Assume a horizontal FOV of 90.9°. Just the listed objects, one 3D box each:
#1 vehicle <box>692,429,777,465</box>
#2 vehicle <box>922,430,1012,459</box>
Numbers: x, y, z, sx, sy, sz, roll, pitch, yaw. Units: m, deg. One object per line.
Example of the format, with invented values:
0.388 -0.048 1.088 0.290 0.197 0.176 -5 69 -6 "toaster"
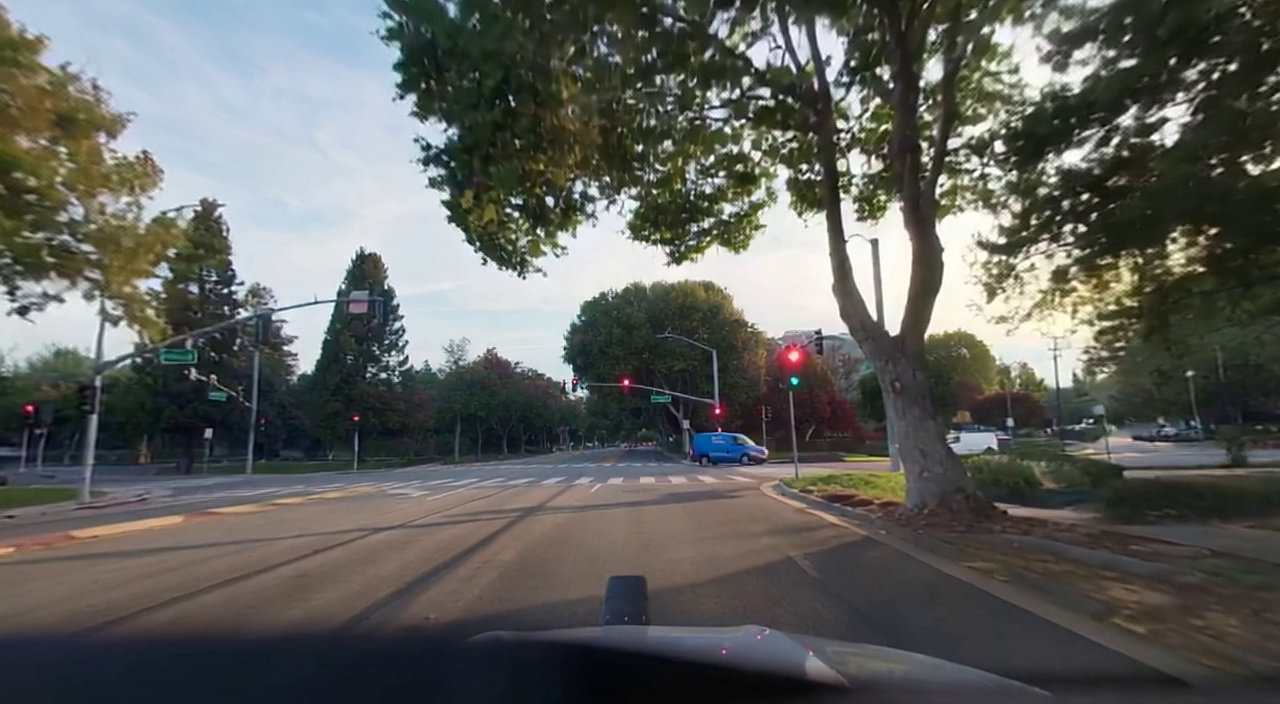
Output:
5.534 5.559 36.915 4.536 1.965 1.780 -4 -9 26 "vehicle"
21.306 6.065 41.198 4.790 1.798 1.909 0 -8 1 "vehicle"
